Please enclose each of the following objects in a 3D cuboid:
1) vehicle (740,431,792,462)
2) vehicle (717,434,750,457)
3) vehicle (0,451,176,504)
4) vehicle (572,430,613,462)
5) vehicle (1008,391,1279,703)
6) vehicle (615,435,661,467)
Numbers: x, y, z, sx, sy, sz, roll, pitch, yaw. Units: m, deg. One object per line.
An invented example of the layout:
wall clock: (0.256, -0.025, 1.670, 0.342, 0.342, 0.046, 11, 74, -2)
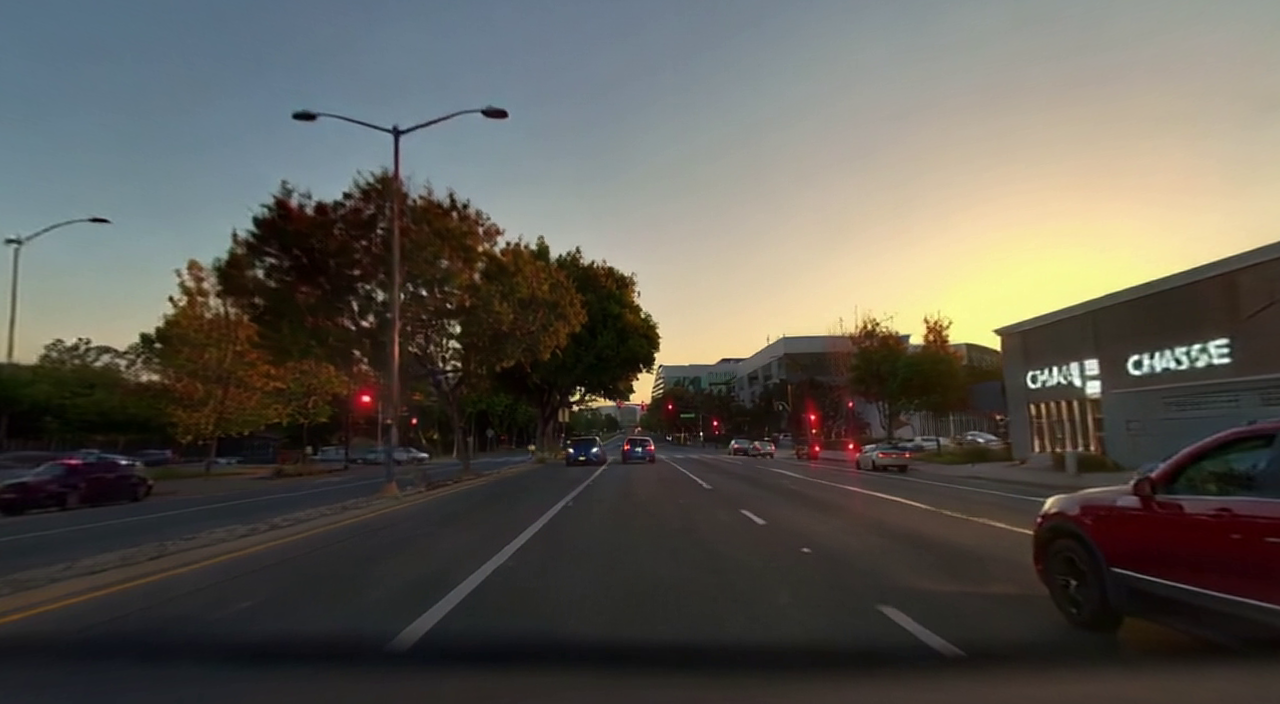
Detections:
vehicle: (7.375, 5.599, 37.444, 2.068, 1.731, 4.752, 0, -8, -1)
vehicle: (7.212, 7.303, 49.144, 1.894, 1.693, 4.110, 0, -8, -1)
vehicle: (-18.069, 4.060, 20.901, 1.865, 1.460, 4.693, 0, -8, -1)
vehicle: (-2.791, 5.740, 38.499, 2.064, 1.825, 4.760, 0, -8, 1)
vehicle: (3.742, 0.875, 2.504, 1.861, 1.473, 4.393, 0, -8, -1)
vehicle: (-0.092, 4.884, 31.271, 2.097, 1.480, 4.006, 0, -8, 0)
